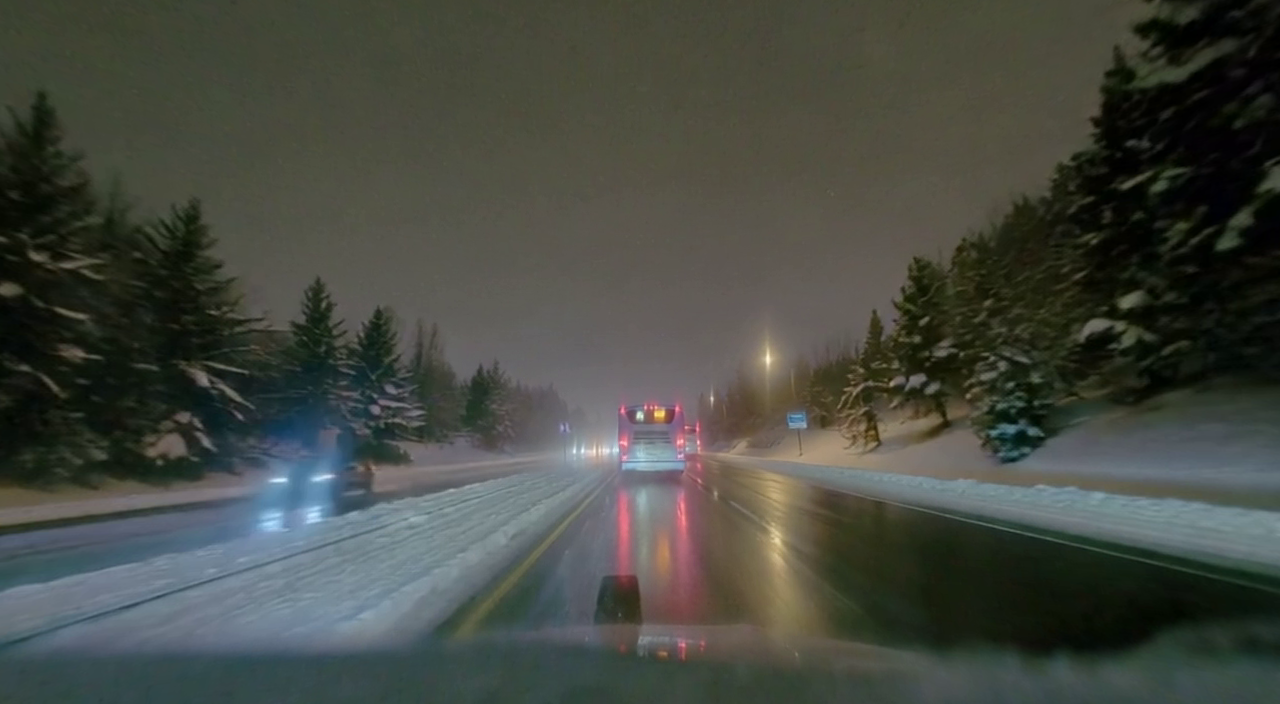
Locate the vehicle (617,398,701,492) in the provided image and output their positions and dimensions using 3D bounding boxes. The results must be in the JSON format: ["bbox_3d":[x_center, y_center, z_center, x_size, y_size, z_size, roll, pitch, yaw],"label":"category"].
[{"bbox_3d":[0.451,3.106,20.916,2.414,2.675,5.574,0,-9,-2],"label":"vehicle"}]

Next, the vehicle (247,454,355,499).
[{"bbox_3d":[-12.959,4.751,24.278,1.878,1.491,4.103,-1,-9,0],"label":"vehicle"}]
